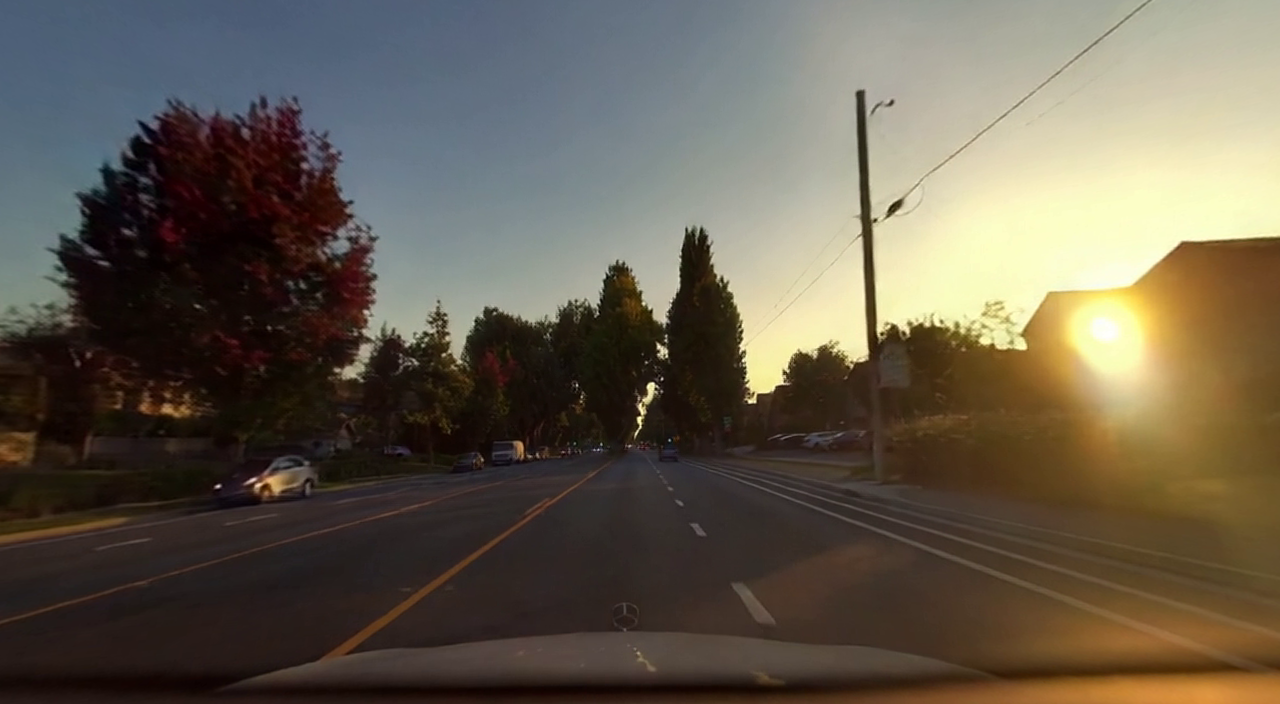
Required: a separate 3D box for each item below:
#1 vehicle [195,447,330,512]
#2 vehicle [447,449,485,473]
[{"bbox_3d":[-12.276,4.108,20.959,2.000,1.821,4.314,-2,-8,-3],"label":"vehicle"},{"bbox_3d":[-12.417,7.756,45.292,1.762,1.552,3.901,-2,-8,-1],"label":"vehicle"}]
